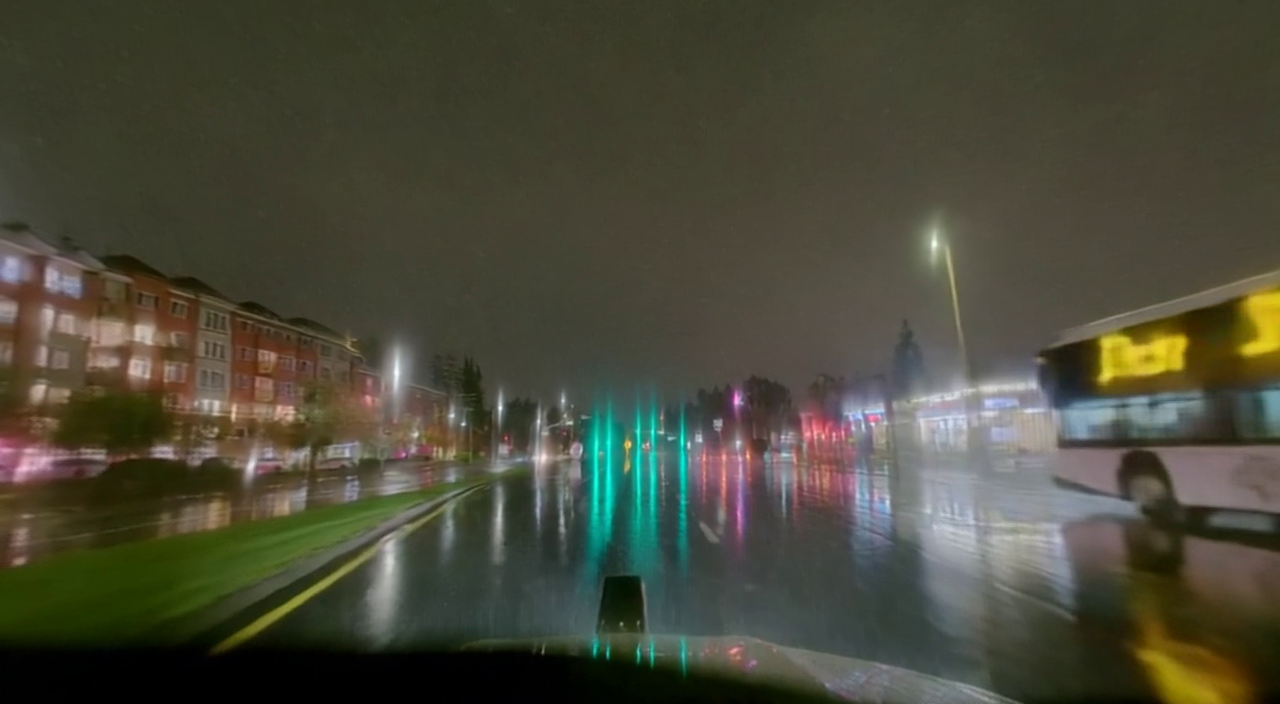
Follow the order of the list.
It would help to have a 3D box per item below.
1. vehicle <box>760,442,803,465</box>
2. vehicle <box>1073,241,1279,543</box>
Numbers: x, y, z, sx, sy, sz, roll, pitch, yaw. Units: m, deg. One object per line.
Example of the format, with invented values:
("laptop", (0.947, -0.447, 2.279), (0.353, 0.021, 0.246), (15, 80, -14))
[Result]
("vehicle", (10.069, 7.257, 45.309), (1.886, 1.556, 4.513), (0, -8, -2))
("vehicle", (9.830, 0.428, 7.588), (3.017, 3.888, 8.508), (0, -8, -1))
